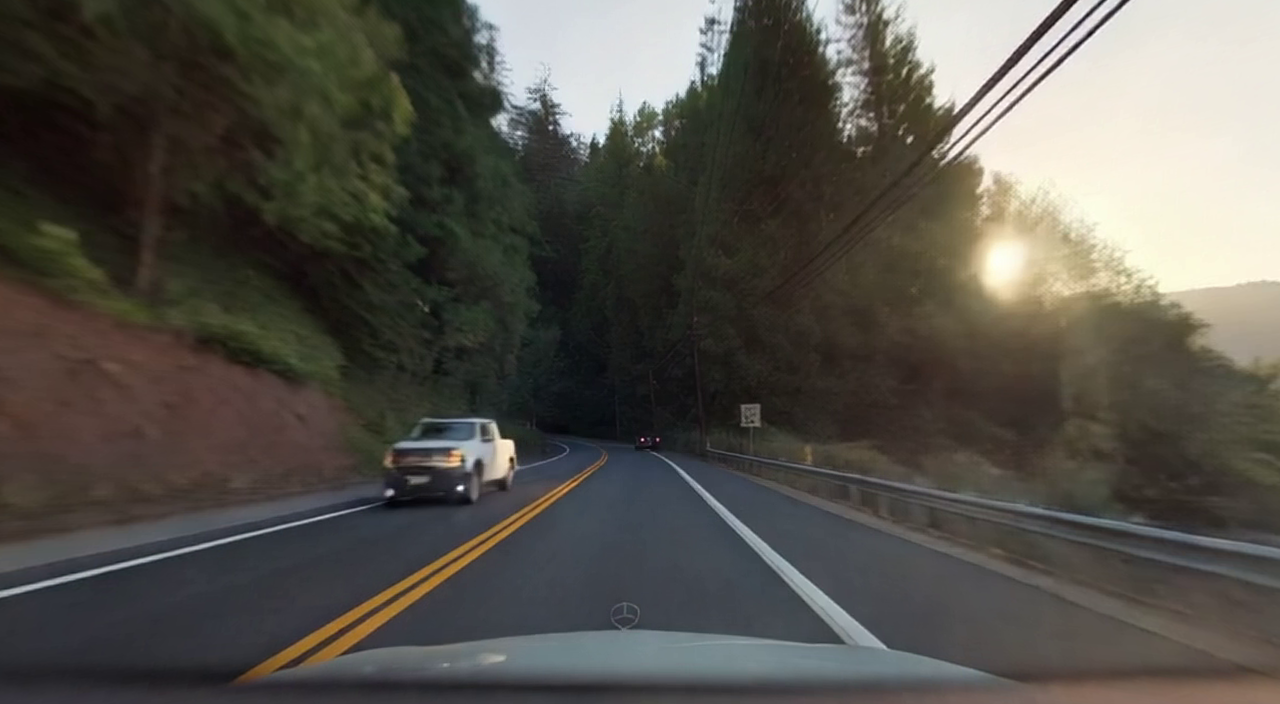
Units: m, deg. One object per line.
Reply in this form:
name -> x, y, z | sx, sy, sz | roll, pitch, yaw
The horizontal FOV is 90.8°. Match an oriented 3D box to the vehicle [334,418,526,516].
vehicle -> -4.333, 2.536, 14.589 | 2.172, 1.744, 6.543 | 0, -8, 0
